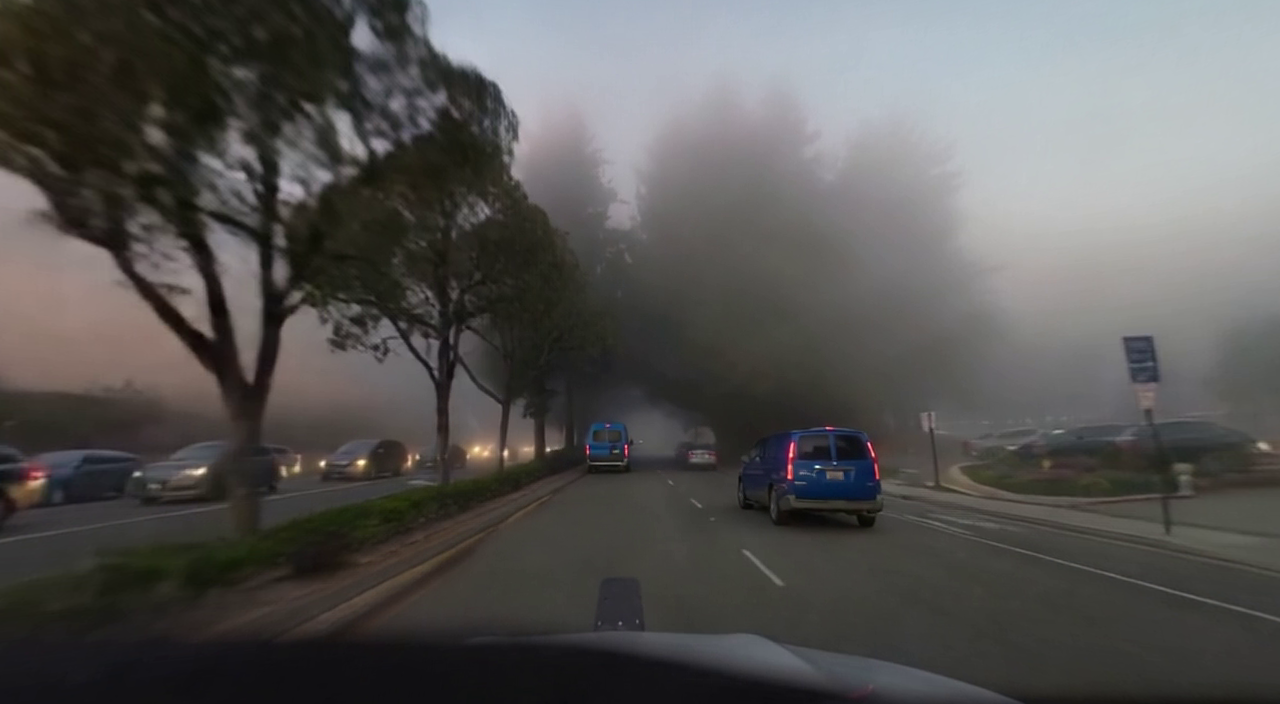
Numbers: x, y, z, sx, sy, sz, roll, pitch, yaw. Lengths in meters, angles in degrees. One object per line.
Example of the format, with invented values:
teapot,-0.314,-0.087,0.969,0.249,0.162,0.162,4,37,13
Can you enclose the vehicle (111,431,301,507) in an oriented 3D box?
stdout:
vehicle,-10.927,2.953,16.379,1.988,1.689,4.047,0,-8,0

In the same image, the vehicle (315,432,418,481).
vehicle,-11.101,4.267,26.110,2.091,1.806,4.859,0,-8,0

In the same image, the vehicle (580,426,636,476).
vehicle,-1.327,4.404,28.248,2.228,2.054,4.309,0,-8,1

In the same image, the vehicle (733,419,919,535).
vehicle,3.011,2.123,11.295,1.965,1.671,4.146,0,-8,-1

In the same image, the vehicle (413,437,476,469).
vehicle,-11.265,5.862,36.778,2.192,1.754,4.569,0,-8,0

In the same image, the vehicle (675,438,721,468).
vehicle,3.372,6.004,37.629,2.248,1.692,4.252,0,-8,-1
